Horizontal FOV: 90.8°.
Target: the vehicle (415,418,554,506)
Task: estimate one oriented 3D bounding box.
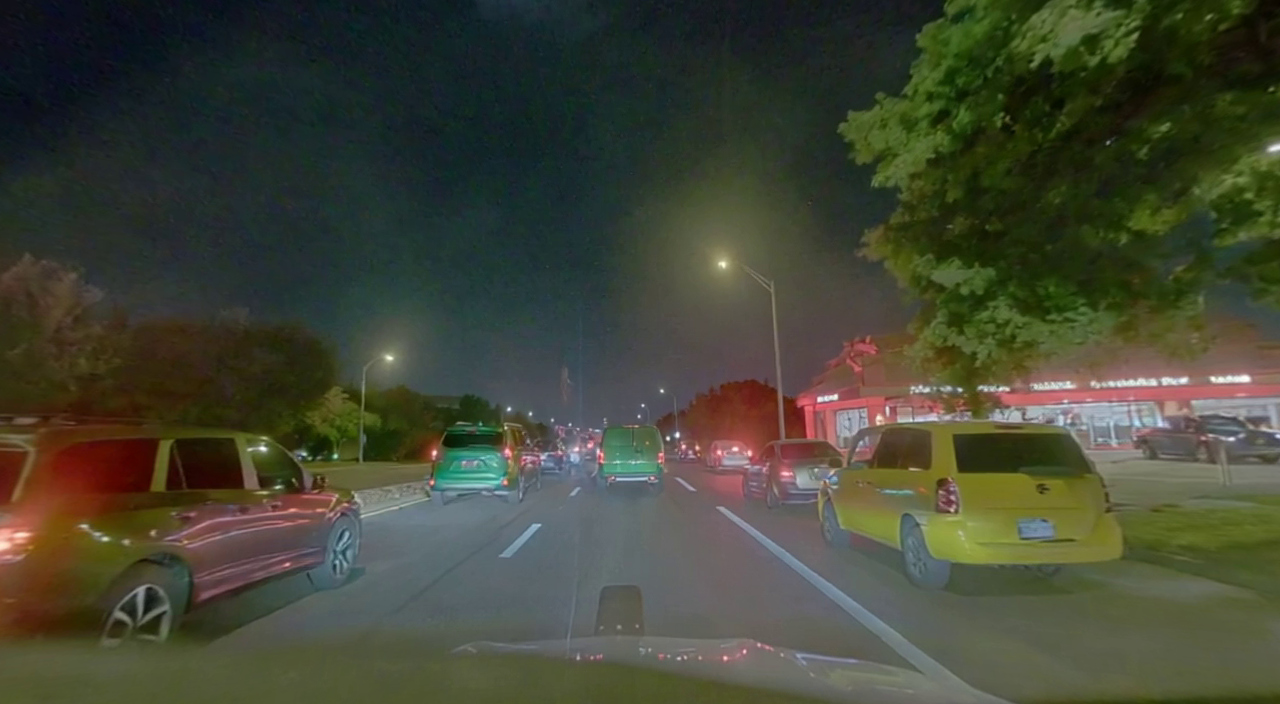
[{"bbox_3d":[-3.604,2.662,15.656,2.231,1.853,4.461,0,-9,1],"label":"vehicle"}]

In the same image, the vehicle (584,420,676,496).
[{"bbox_3d":[-0.291,2.897,17.525,2.238,1.825,4.190,0,-8,-1],"label":"vehicle"}]

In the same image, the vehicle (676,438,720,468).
[{"bbox_3d":[3.052,5.402,33.986,1.903,1.529,3.649,0,-9,-2],"label":"vehicle"}]

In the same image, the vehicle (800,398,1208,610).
[{"bbox_3d":[3.455,1.528,7.240,2.047,1.671,4.267,0,-9,-1],"label":"vehicle"}]

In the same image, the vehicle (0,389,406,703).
[{"bbox_3d":[-3.694,1.249,4.903,2.051,1.522,4.509,0,-8,-1],"label":"vehicle"}]

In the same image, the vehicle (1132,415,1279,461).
[{"bbox_3d":[22.078,3.350,24.482,2.139,1.540,4.770,-1,-8,0],"label":"vehicle"}]
